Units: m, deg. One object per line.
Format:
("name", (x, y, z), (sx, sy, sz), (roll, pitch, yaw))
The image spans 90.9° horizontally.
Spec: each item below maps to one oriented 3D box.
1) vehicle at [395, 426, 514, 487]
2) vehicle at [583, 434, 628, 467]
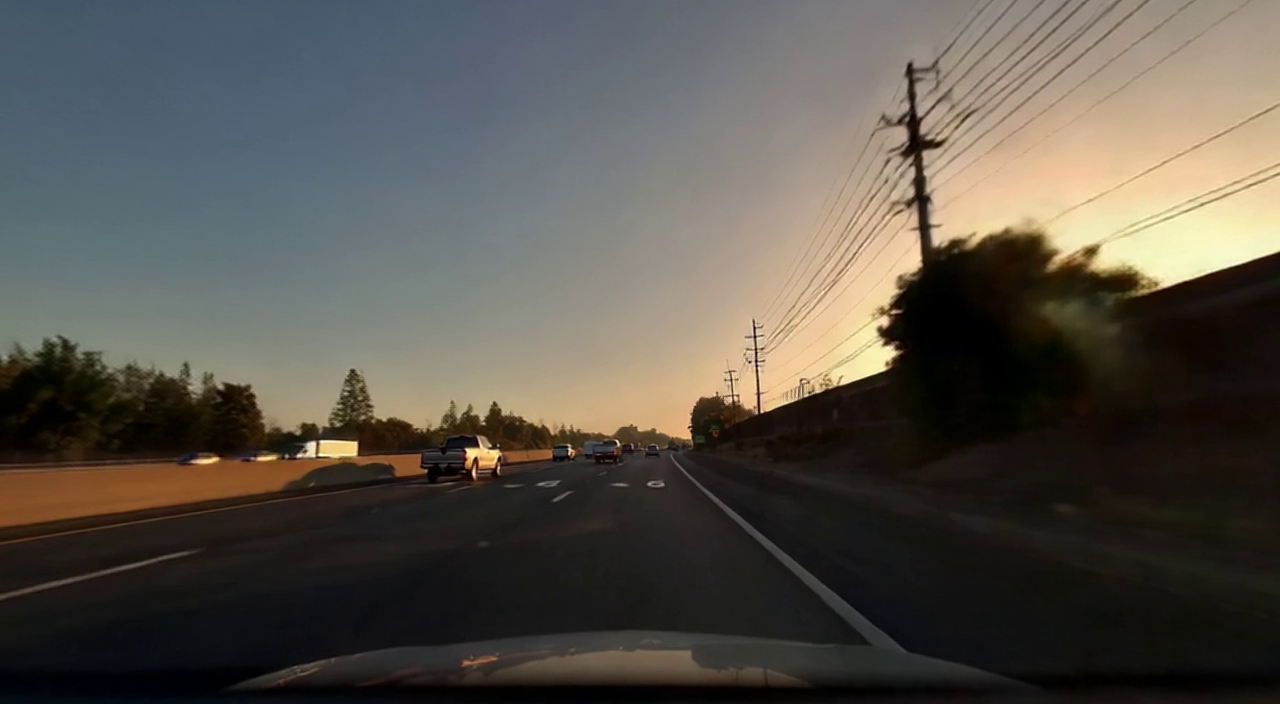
("vehicle", (-6.790, 3.953, 24.190), (2.460, 1.992, 6.474), (0, -8, 1))
("vehicle", (-2.195, 6.491, 41.779), (2.448, 2.025, 5.193), (-1, -8, 3))
